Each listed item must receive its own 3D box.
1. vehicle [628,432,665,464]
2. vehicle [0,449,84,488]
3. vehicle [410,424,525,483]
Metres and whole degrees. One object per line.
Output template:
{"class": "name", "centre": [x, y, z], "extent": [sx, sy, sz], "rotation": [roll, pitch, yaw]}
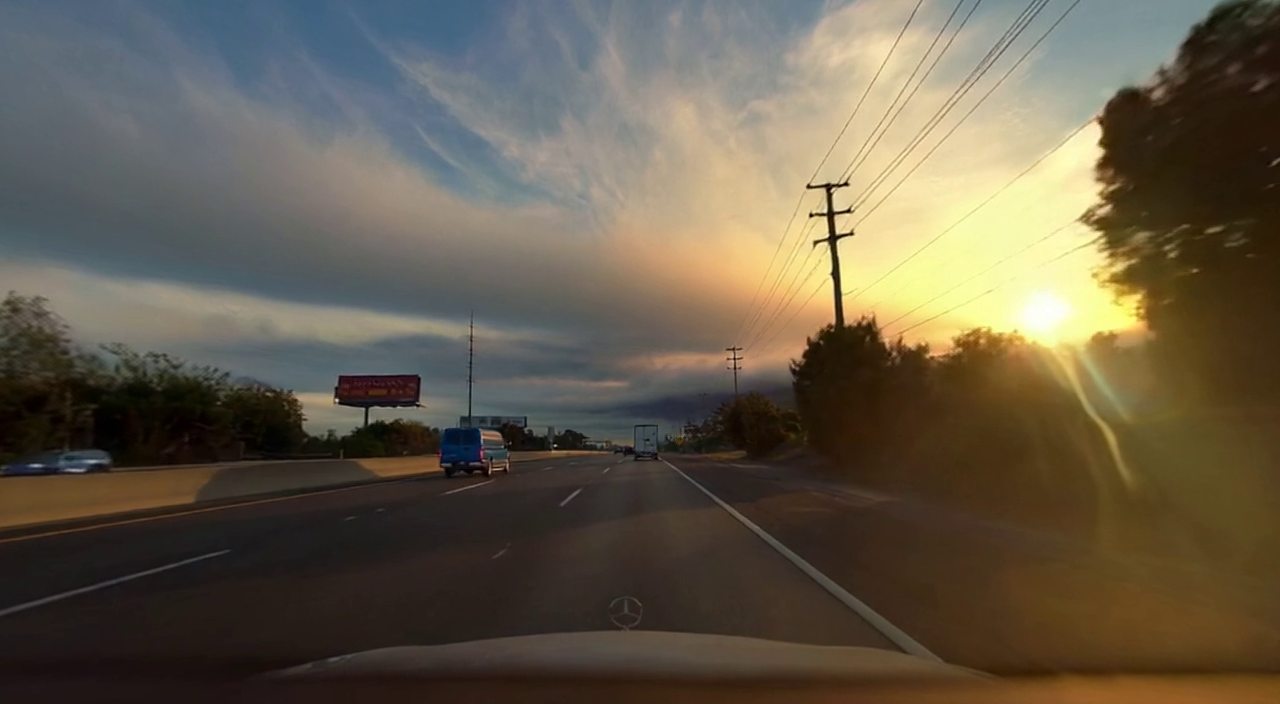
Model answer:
{"class": "vehicle", "centre": [0.494, 7.341, 48.169], "extent": [2.692, 2.279, 5.695], "rotation": [0, -8, 1]}
{"class": "vehicle", "centre": [-28.798, 5.305, 28.791], "extent": [2.036, 1.669, 4.926], "rotation": [0, -8, 0]}
{"class": "vehicle", "centre": [-6.824, 4.142, 26.001], "extent": [2.695, 2.084, 6.836], "rotation": [-1, -8, 1]}
